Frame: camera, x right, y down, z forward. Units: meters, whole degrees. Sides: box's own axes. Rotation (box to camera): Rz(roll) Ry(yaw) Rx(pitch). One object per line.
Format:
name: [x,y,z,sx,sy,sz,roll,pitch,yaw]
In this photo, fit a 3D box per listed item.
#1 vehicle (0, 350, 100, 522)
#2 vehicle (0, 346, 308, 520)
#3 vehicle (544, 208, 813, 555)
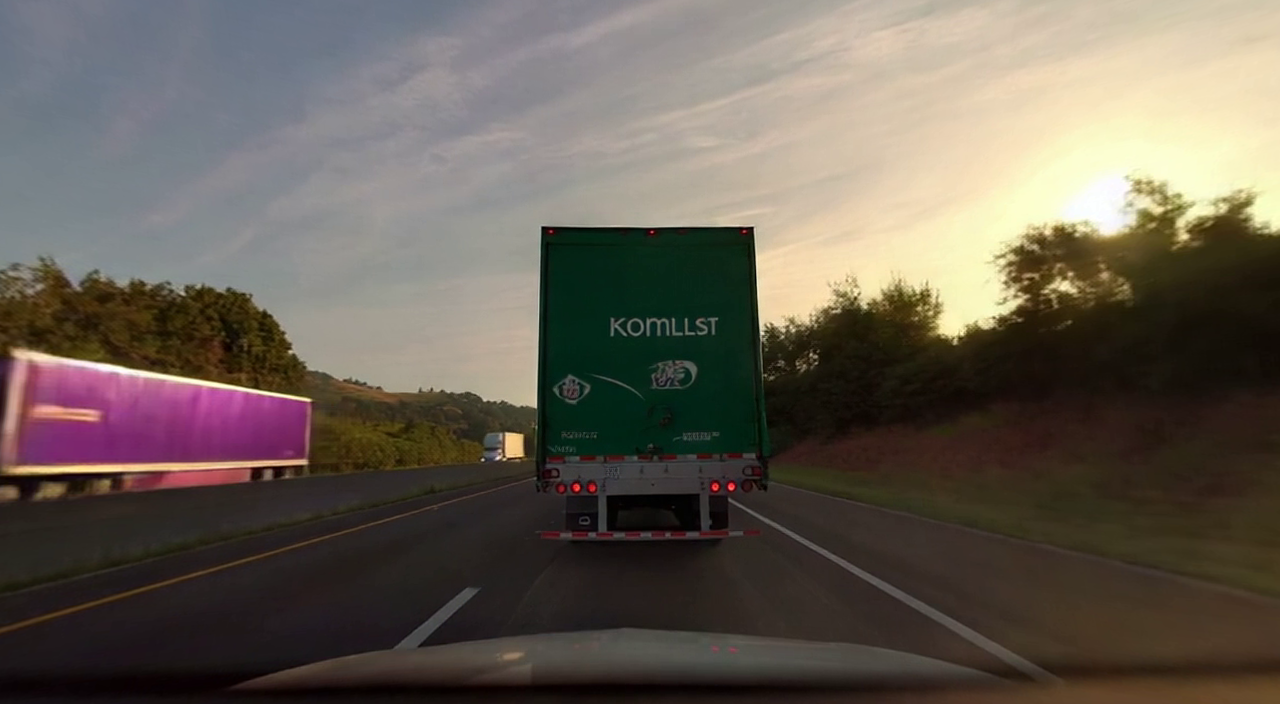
vehicle: [-16.393,1.888,14.203,2.992,3.946,5.787,0,-9,0]
vehicle: [-16.379,2.868,20.893,2.886,4.022,14.136,0,-9,1]
vehicle: [0.478,1.402,15.016,3.230,4.377,14.405,0,-9,0]
